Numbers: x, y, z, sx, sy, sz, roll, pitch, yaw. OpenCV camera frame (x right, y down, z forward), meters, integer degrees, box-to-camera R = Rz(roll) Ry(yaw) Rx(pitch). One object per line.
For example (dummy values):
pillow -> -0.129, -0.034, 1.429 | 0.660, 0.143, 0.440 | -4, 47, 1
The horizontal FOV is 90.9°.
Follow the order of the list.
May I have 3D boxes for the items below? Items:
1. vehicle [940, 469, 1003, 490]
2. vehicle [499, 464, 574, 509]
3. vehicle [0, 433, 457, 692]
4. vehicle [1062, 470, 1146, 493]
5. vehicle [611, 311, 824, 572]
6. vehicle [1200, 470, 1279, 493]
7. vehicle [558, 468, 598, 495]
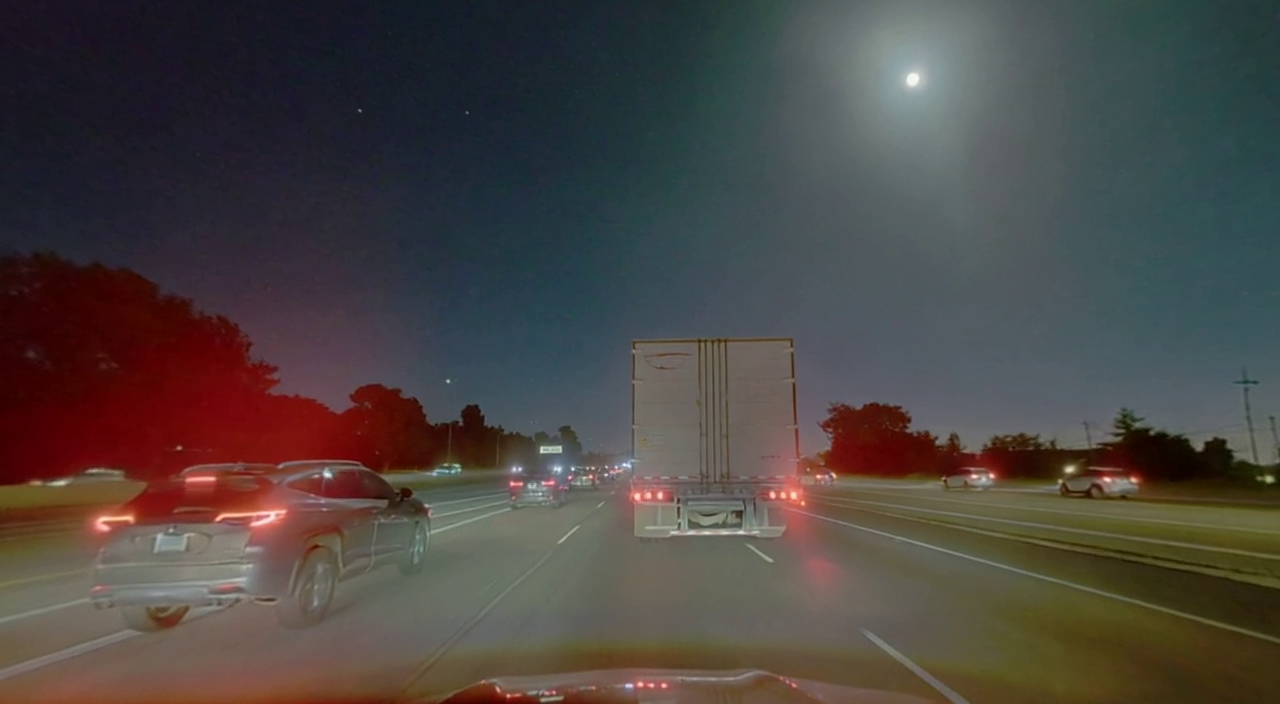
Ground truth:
vehicle -> 25.330, 9.743, 48.304 | 4.107, 1.485, 1.796 | -4, -12, 25
vehicle -> -3.758, 4.996, 23.671 | 1.964, 1.482, 4.371 | 0, -11, 1
vehicle -> -3.519, 1.694, 6.180 | 1.983, 1.509, 4.679 | 1, -11, 1
vehicle -> 32.600, 9.095, 44.384 | 4.299, 1.465, 1.807 | -1, -11, 11
vehicle -> 0.966, 1.964, 12.926 | 2.831, 3.529, 8.689 | 1, -11, -1
vehicle -> 41.812, 9.030, 43.883 | 3.974, 1.485, 1.709 | 1, -11, -3
vehicle -> -3.530, 7.460, 36.462 | 1.867, 1.418, 3.670 | 0, -11, 1
